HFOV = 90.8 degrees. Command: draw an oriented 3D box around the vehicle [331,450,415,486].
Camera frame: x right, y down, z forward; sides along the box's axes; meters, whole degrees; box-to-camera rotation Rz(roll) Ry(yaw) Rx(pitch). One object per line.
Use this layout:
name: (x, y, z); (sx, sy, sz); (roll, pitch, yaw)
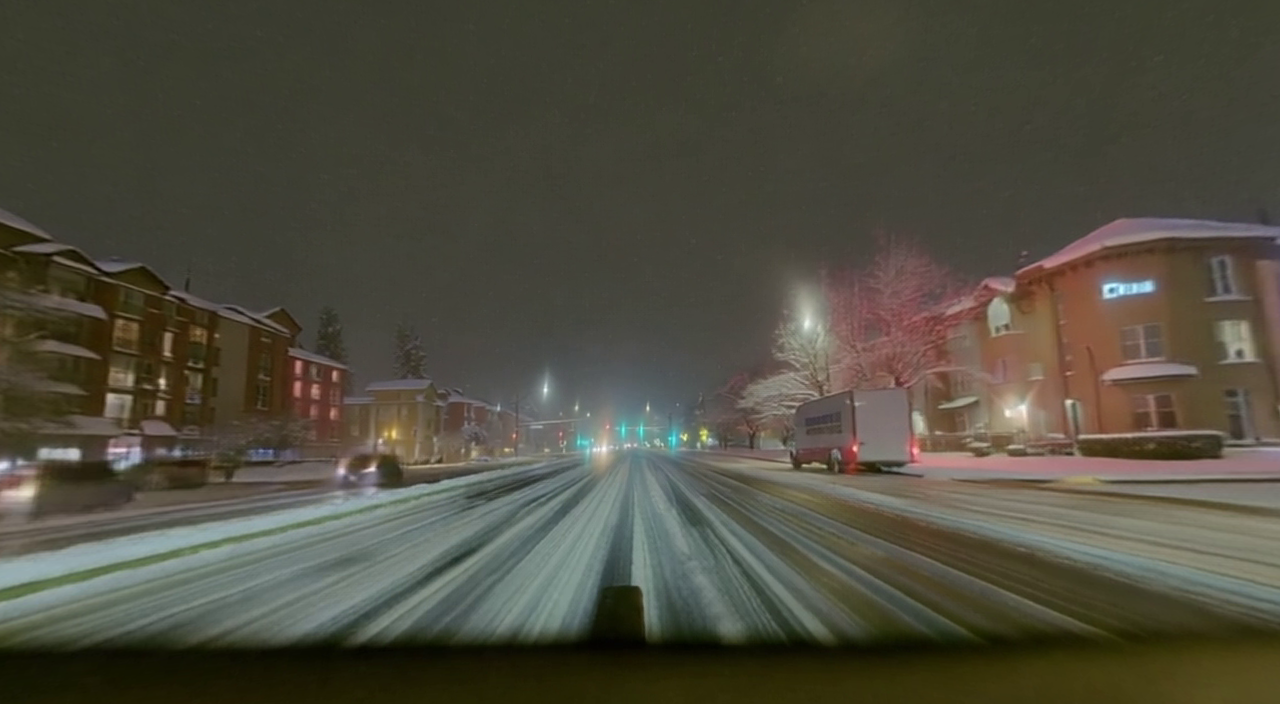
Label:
vehicle: (-11.942, 5.195, 28.654); (1.901, 1.465, 4.604); (0, -8, -1)

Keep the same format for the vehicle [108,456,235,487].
vehicle: (-24.466, 6.247, 33.216); (4.862, 1.510, 2.027); (2, -9, -12)

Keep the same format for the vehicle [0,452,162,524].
vehicle: (-14.700, 3.337, 15.692); (1.841, 1.543, 4.680); (-2, -10, 2)

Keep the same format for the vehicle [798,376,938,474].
vehicle: (9.994, 3.509, 29.136); (3.174, 3.794, 9.019); (-1, -9, 1)
